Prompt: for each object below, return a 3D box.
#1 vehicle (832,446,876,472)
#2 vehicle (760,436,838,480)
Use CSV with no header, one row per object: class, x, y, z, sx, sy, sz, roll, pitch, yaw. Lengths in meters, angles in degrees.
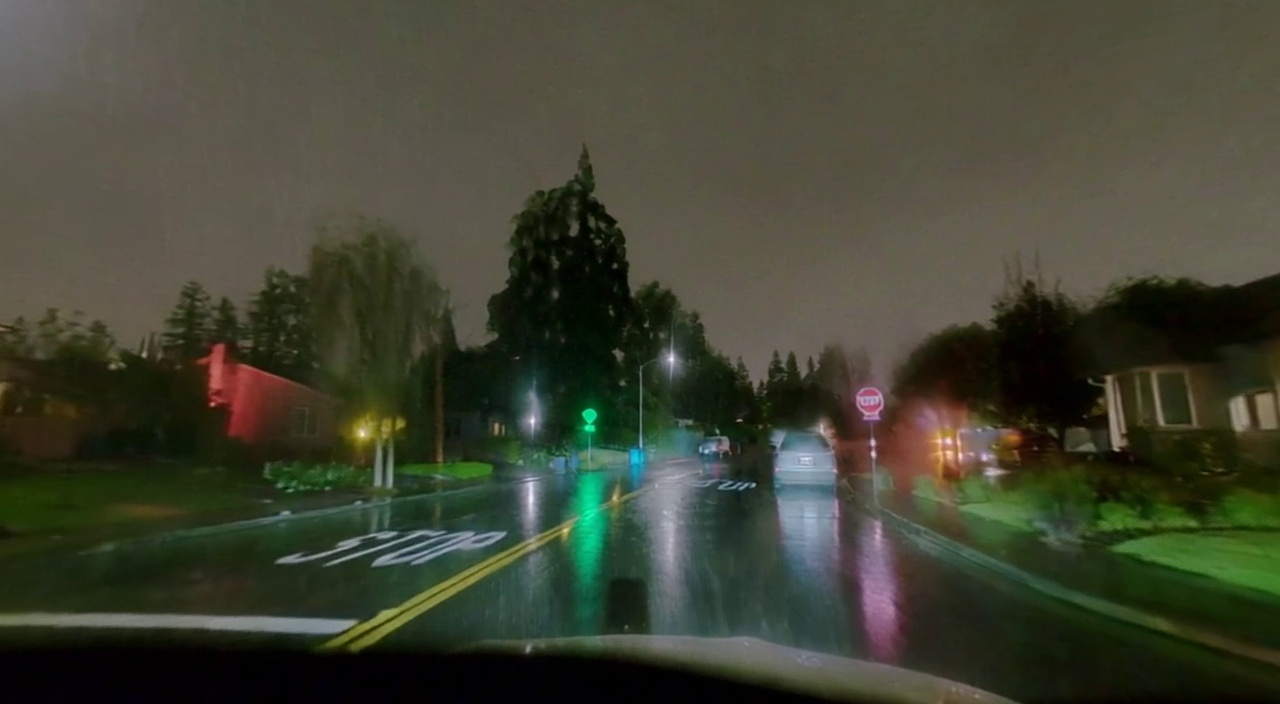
vehicle,13.600,6.744,39.915,2.083,1.493,5.037,-3,-10,24
vehicle,6.891,4.457,26.850,2.692,1.649,4.689,-3,-9,20
